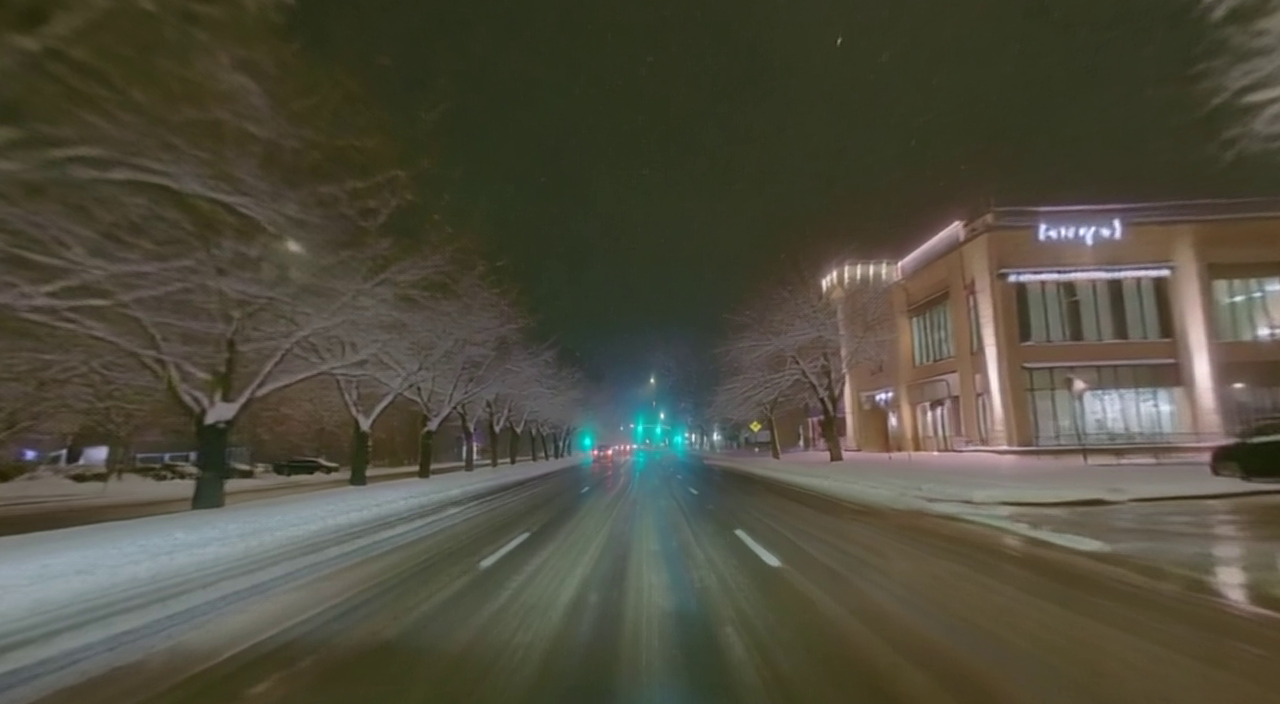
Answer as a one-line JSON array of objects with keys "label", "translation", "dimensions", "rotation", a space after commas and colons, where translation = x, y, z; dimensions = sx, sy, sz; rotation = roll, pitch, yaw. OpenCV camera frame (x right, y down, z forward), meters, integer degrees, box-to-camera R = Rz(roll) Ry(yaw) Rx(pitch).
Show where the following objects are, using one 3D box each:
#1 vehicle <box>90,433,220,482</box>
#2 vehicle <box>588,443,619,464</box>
[{"label": "vehicle", "translation": [-29.590, 6.420, 38.606], "dimensions": [5.890, 2.815, 2.228], "rotation": [0, -8, -2]}, {"label": "vehicle", "translation": [-2.774, 7.814, 48.685], "dimensions": [2.082, 1.460, 4.442], "rotation": [0, -8, 1]}]
